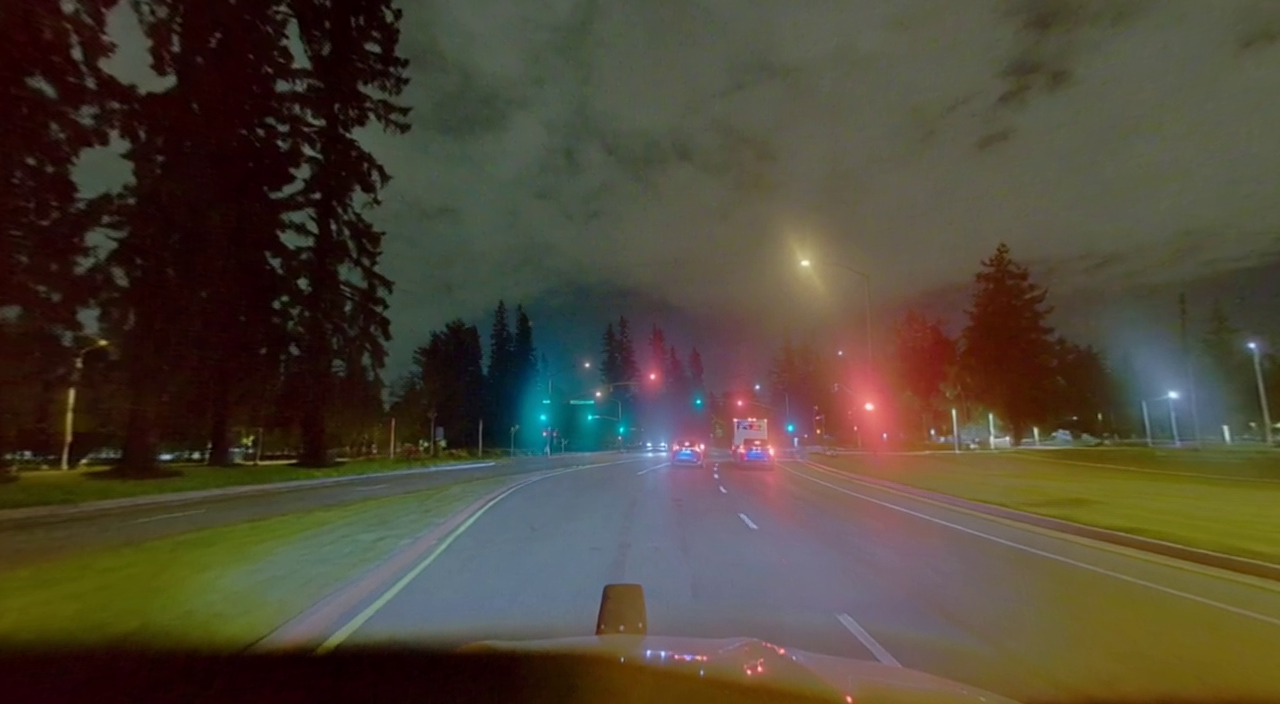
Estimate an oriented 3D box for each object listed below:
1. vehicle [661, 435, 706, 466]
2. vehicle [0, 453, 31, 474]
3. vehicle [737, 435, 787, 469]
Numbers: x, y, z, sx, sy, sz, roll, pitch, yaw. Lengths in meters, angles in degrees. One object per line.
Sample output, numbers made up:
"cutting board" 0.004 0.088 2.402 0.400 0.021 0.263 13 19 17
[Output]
"vehicle" 2.336 5.129 32.824 2.066 1.482 4.273 -1 -9 7
"vehicle" -49.925 8.705 49.387 3.757 1.518 1.854 -4 -10 27
"vehicle" 5.743 4.761 30.174 1.989 1.497 4.436 -1 -9 6
